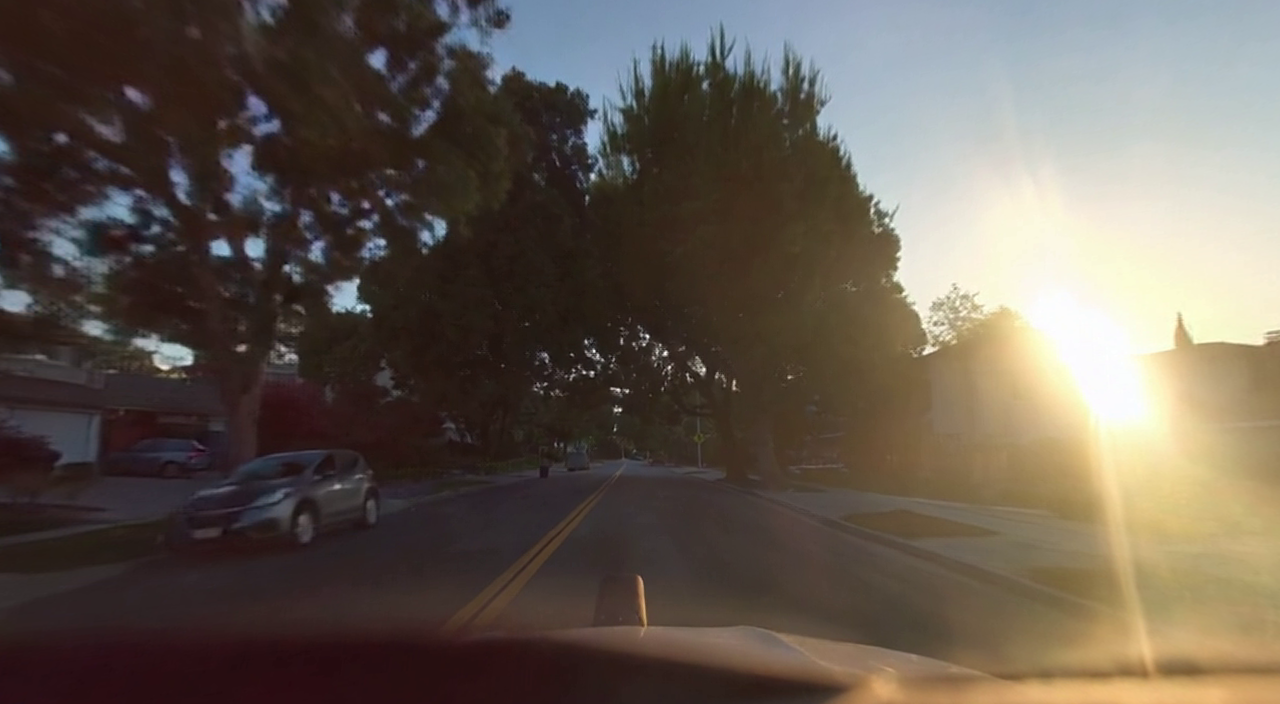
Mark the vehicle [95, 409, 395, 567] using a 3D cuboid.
[{"bbox_3d":[-5.905,2.225,10.297,1.924,1.765,4.542,-7,-13,0],"label":"vehicle"}]

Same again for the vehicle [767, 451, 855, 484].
[{"bbox_3d":[10.877,7.350,40.225,4.854,1.771,2.123,-9,-11,28],"label":"vehicle"}]

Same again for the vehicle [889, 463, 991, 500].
[{"bbox_3d":[14.483,6.198,30.510,4.231,1.493,1.941,-4,-10,29],"label":"vehicle"}]

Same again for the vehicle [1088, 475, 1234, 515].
[{"bbox_3d":[21.672,5.958,26.524,4.337,1.453,1.814,-6,-11,29],"label":"vehicle"}]

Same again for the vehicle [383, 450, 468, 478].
[{"bbox_3d":[-15.637,8.083,45.860,6.072,1.882,2.277,-5,-10,29],"label":"vehicle"}]

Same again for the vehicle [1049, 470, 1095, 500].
[{"bbox_3d":[26.999,8.284,39.514,1.916,1.620,3.519,-4,-9,28],"label":"vehicle"}]
